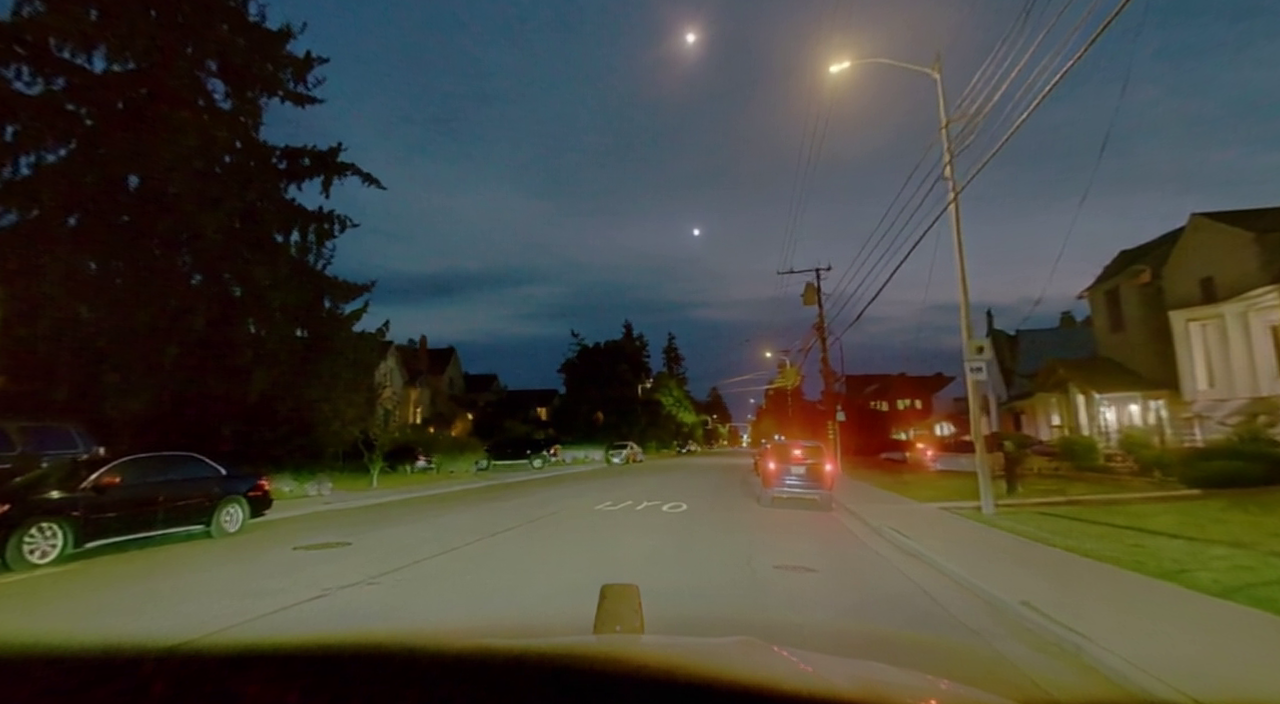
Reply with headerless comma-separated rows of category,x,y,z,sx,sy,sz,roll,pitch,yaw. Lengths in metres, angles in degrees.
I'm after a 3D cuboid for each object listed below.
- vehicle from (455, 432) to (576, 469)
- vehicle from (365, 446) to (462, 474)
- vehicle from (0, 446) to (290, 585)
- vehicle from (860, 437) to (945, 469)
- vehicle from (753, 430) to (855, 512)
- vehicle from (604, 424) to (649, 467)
vehicle,-7.214,5.744,36.872,6.488,2.009,2.354,-1,-8,11
vehicle,-11.990,5.713,33.549,4.481,1.420,1.712,-1,-8,7
vehicle,-7.478,2.061,8.847,1.968,1.449,4.502,-1,-8,11
vehicle,14.758,5.701,35.736,4.075,1.674,1.811,-1,-8,11
vehicle,3.528,2.559,13.993,1.908,1.572,3.105,-1,-8,12
vehicle,-0.887,6.880,46.429,2.199,2.902,5.848,-1,-8,10
